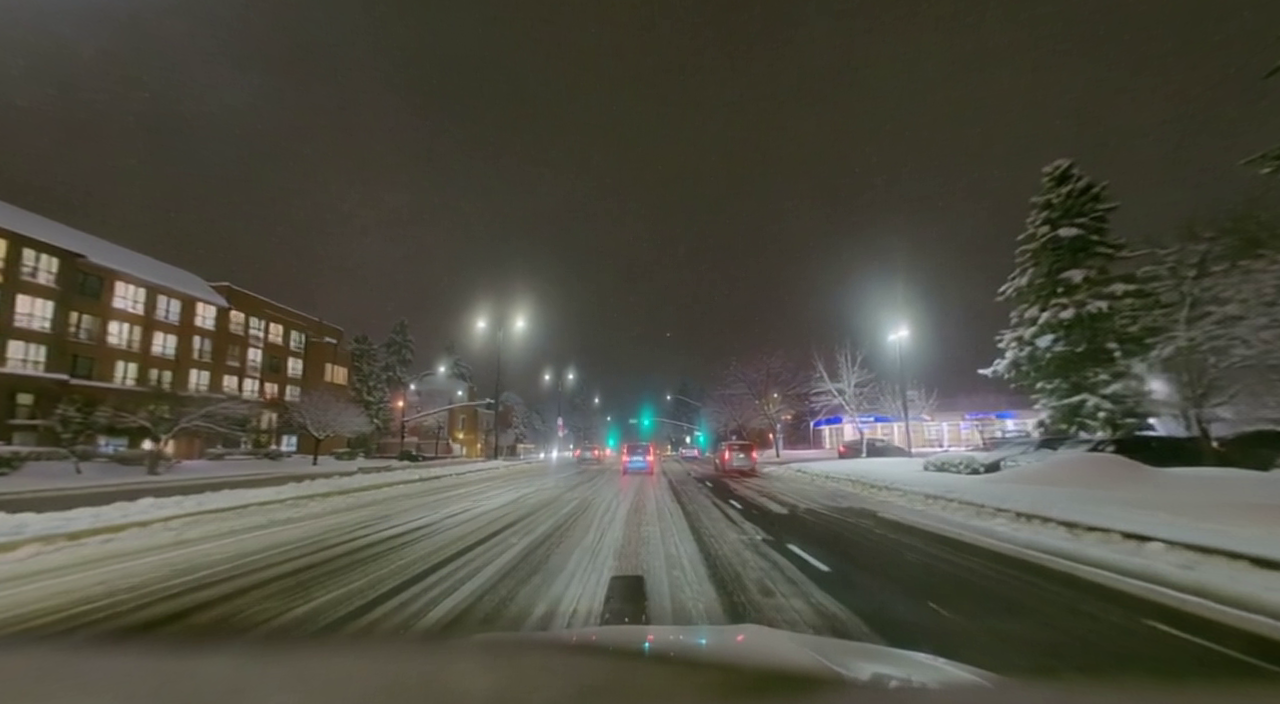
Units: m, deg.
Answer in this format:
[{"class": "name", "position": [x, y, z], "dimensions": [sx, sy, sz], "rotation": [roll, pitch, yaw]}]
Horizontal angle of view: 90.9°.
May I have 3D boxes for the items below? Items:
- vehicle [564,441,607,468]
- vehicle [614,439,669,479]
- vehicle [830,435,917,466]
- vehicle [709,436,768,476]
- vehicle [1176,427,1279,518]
[{"class": "vehicle", "position": [-3.204, 6.082, 37.723], "dimensions": [2.029, 1.482, 4.591], "rotation": [0, -8, 2]}, {"class": "vehicle", "position": [0.063, 4.316, 25.741], "dimensions": [2.059, 1.477, 3.988], "rotation": [0, -8, 1]}, {"class": "vehicle", "position": [15.192, 6.429, 41.145], "dimensions": [4.775, 1.728, 1.996], "rotation": [-2, -9, 0]}, {"class": "vehicle", "position": [4.480, 4.776, 29.178], "dimensions": [2.007, 1.683, 4.171], "rotation": [0, -8, 0]}, {"class": "vehicle", "position": [13.521, 2.441, 13.146], "dimensions": [4.346, 1.667, 2.022], "rotation": [5, -10, -29]}]
